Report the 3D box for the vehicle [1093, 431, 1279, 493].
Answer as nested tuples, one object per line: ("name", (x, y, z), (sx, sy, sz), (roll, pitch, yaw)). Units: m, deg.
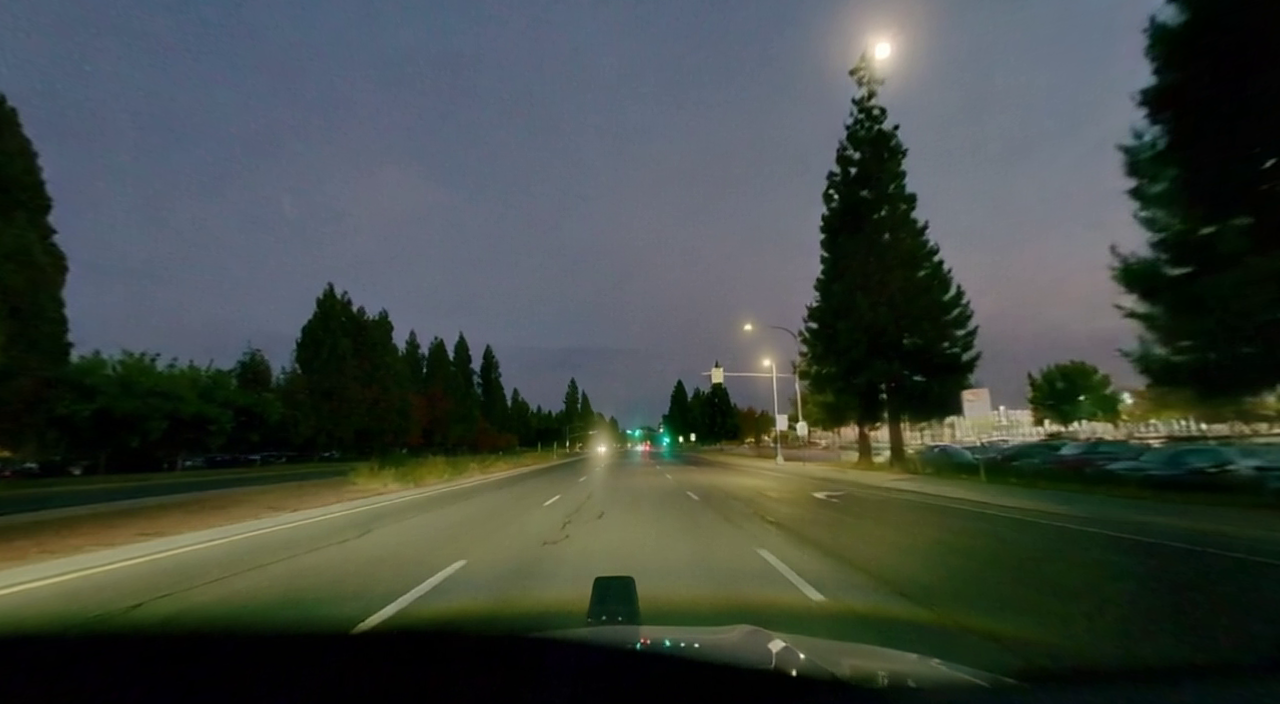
("vehicle", (17.313, 3.404, 19.721), (4.609, 1.809, 2.095), (0, -8, 1))
